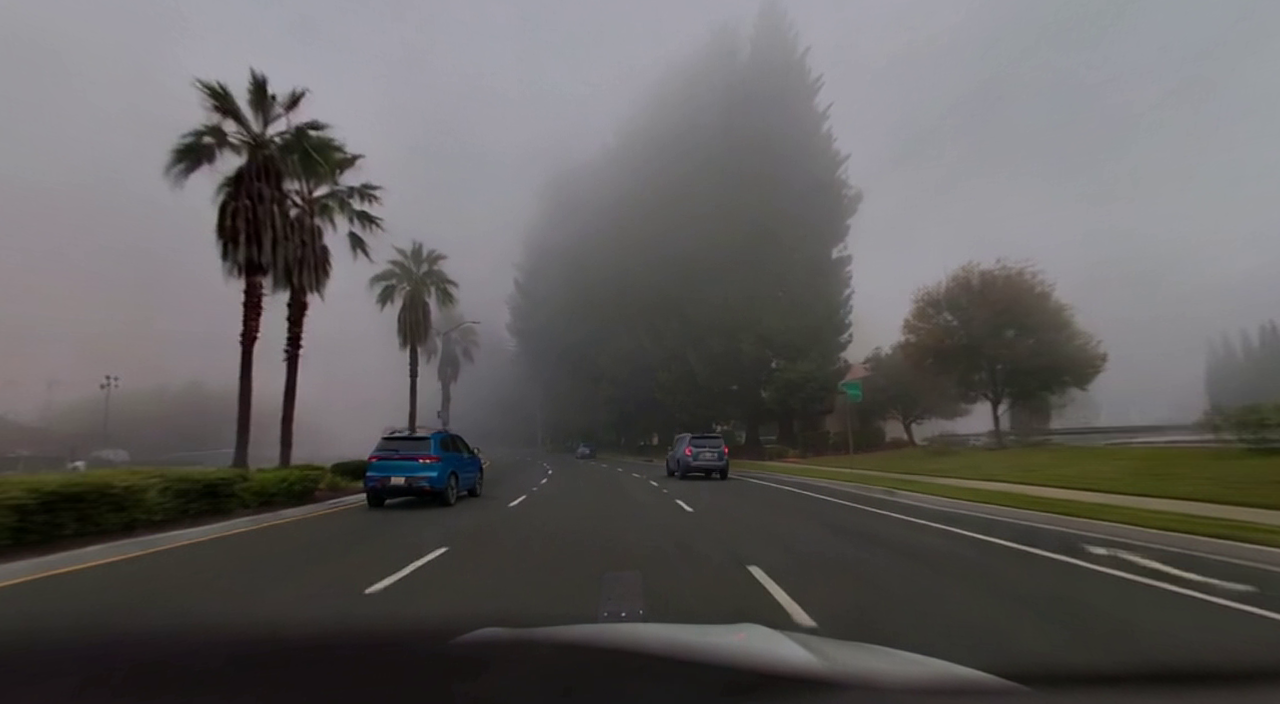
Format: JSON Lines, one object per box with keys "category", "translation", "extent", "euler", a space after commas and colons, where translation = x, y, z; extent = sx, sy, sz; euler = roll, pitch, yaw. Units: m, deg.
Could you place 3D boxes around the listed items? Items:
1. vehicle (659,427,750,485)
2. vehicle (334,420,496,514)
{"category": "vehicle", "translation": [2.107, 3.625, 22.129], "extent": [2.195, 1.804, 4.658], "euler": [1, -8, -6]}
{"category": "vehicle", "translation": [-4.847, 2.551, 14.454], "extent": [2.150, 1.768, 4.868], "euler": [0, -8, -3]}
